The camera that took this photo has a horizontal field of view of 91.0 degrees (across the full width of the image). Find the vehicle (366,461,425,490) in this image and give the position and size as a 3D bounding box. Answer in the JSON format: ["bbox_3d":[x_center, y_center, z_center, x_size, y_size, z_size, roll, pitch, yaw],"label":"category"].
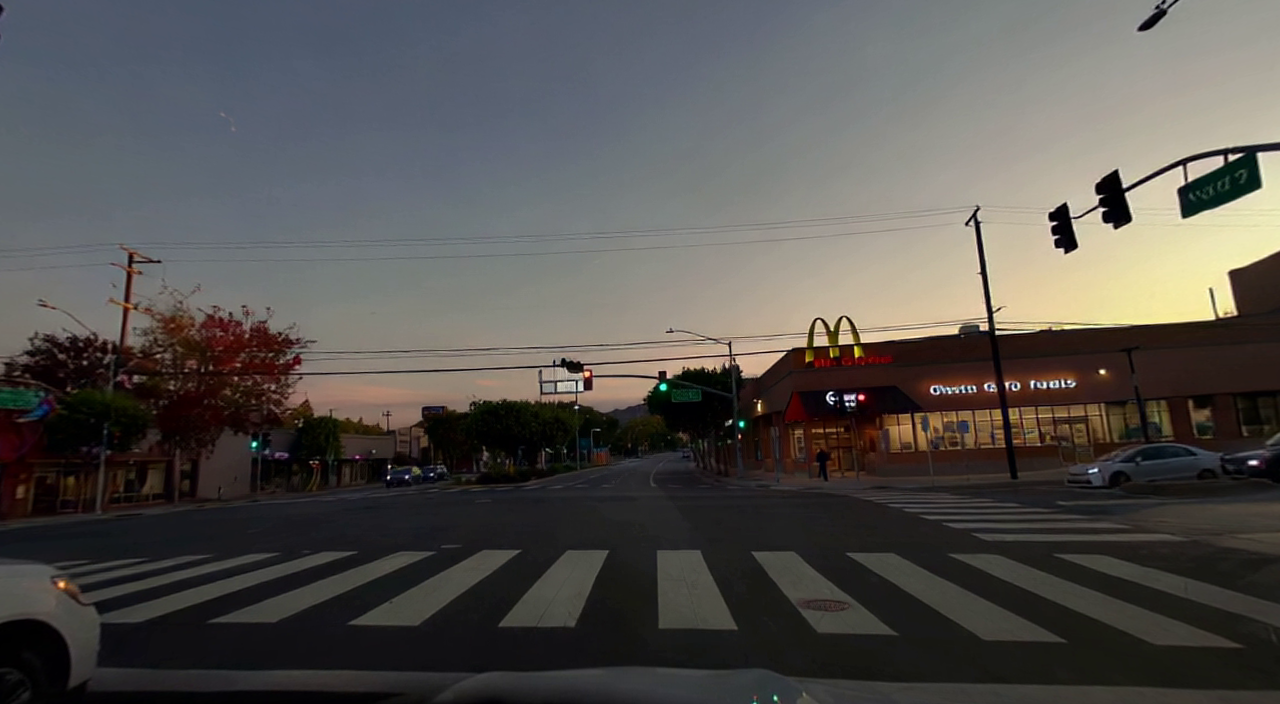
[{"bbox_3d":[-19.217,9.717,49.823,2.227,2.033,5.614,0,-9,1],"label":"vehicle"}]

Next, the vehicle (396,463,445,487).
[{"bbox_3d":[-15.757,8.828,45.407,1.931,1.471,4.152,0,-9,1],"label":"vehicle"}]

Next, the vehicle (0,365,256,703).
[{"bbox_3d":[-3.409,0.743,1.412,2.081,1.644,4.523,0,-9,2],"label":"vehicle"}]
